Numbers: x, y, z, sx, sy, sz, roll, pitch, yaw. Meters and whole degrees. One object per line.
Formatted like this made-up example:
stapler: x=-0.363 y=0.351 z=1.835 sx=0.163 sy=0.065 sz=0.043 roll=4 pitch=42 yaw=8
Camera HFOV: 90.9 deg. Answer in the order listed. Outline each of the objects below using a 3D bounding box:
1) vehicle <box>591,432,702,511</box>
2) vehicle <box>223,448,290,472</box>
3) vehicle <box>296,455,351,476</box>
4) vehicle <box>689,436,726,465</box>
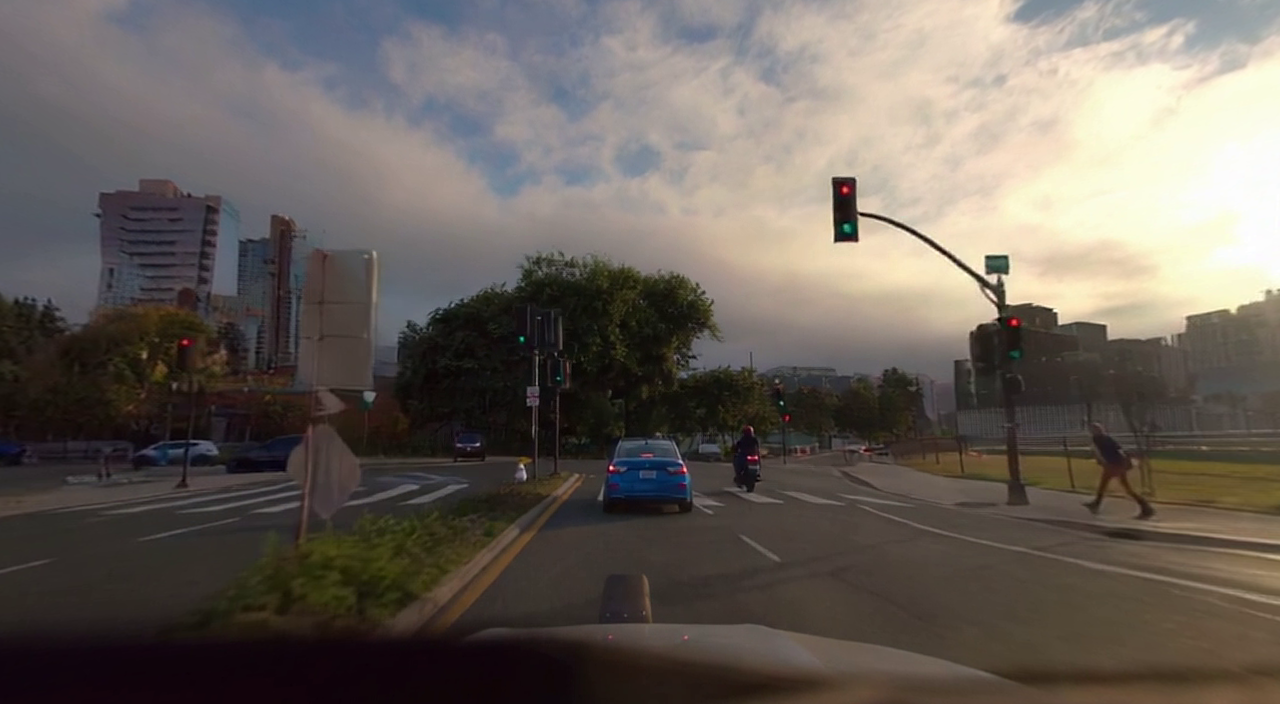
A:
vehicle: x=0.094 y=2.588 z=14.075 sx=2.118 sy=1.480 sz=3.949 roll=0 pitch=-9 yaw=-1
vehicle: x=-21.503 y=6.046 z=35.375 sx=1.433 sy=1.269 sz=2.779 roll=-6 pitch=-10 yaw=31
vehicle: x=-19.407 y=6.946 z=38.695 sx=1.259 sy=1.181 sz=2.744 roll=-6 pitch=-10 yaw=31
vehicle: x=4.584 y=6.584 z=42.317 sx=2.212 sy=1.790 sz=4.768 roll=-2 pitch=-9 yaw=9
